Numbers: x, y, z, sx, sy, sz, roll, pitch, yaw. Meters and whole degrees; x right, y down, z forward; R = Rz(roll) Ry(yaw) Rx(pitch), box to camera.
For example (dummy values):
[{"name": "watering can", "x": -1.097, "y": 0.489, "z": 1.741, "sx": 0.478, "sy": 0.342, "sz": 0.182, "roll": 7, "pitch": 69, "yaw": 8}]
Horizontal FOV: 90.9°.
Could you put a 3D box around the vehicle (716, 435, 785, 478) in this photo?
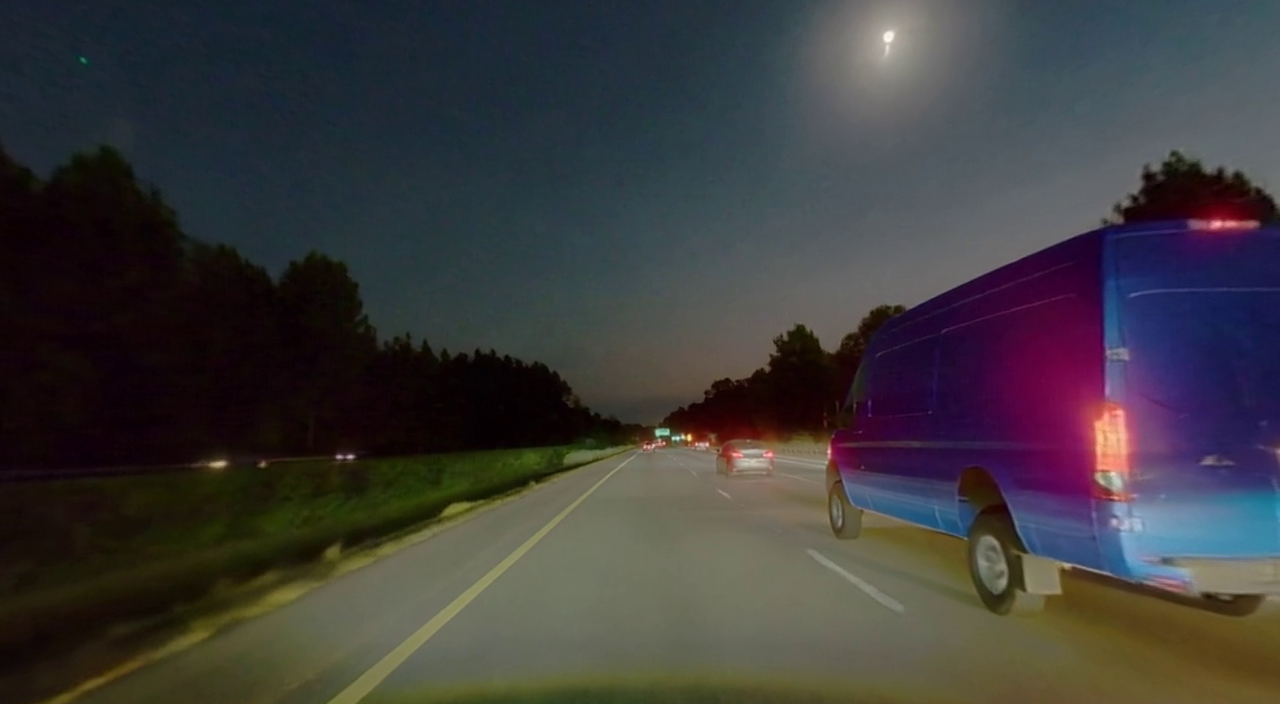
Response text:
[{"name": "vehicle", "x": 4.510, "y": 4.329, "z": 26.410, "sx": 2.034, "sy": 1.651, "sz": 4.342, "roll": 0, "pitch": -8, "yaw": 0}]

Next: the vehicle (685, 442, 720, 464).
[{"name": "vehicle", "x": 4.410, "y": 7.244, "z": 45.361, "sx": 2.050, "sy": 1.448, "sz": 4.123, "roll": 0, "pitch": -8, "yaw": -1}]

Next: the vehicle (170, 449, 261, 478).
[{"name": "vehicle", "x": -23.860, "y": 6.276, "z": 35.653, "sx": 1.857, "sy": 1.468, "sz": 4.670, "roll": 0, "pitch": -8, "yaw": 1}]

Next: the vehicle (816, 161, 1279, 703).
[{"name": "vehicle", "x": 3.637, "y": 0.783, "z": 5.920, "sx": 2.302, "sy": 2.670, "sz": 5.912, "roll": 0, "pitch": -8, "yaw": 1}]
